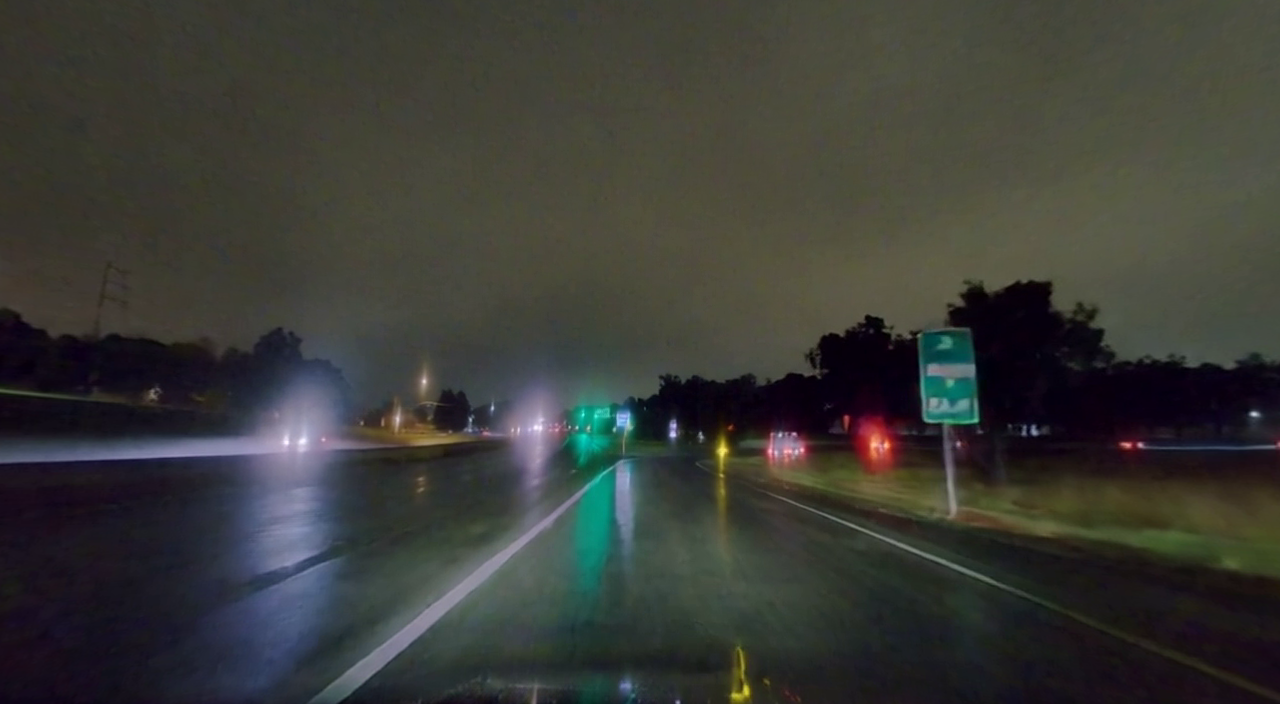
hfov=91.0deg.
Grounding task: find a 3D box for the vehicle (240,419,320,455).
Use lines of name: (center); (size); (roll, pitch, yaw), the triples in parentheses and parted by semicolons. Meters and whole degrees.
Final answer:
vehicle: (-25.953, 6.175, 45.771); (2.208, 2.438, 6.660); (0, -8, -4)
